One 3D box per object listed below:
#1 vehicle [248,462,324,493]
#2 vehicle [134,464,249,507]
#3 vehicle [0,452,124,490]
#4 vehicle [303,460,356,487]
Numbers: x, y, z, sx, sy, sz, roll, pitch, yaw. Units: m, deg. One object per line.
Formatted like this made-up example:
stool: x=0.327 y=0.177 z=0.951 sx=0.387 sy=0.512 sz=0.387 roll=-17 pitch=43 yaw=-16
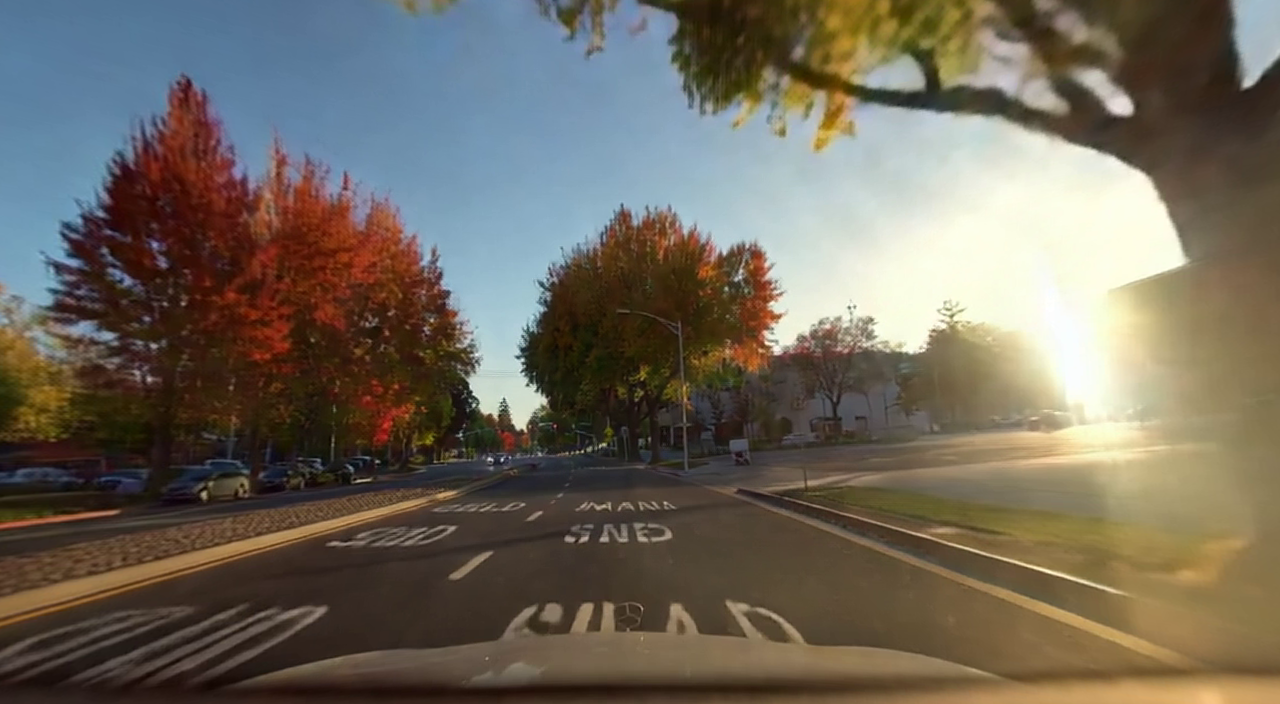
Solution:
vehicle: x=-20.035 y=7.099 z=35.758 sx=1.887 sy=1.490 sz=4.432 roll=0 pitch=-9 yaw=-3
vehicle: x=-19.208 y=5.692 z=27.193 sx=1.956 sy=1.550 sz=4.375 roll=1 pitch=-9 yaw=-4
vehicle: x=-30.031 y=5.962 z=31.697 sx=5.746 sy=1.807 sz=2.140 roll=1 pitch=-9 yaw=-5
vehicle: x=-20.716 y=8.077 z=42.073 sx=1.896 sy=1.495 sz=4.108 roll=-4 pitch=-9 yaw=-6
